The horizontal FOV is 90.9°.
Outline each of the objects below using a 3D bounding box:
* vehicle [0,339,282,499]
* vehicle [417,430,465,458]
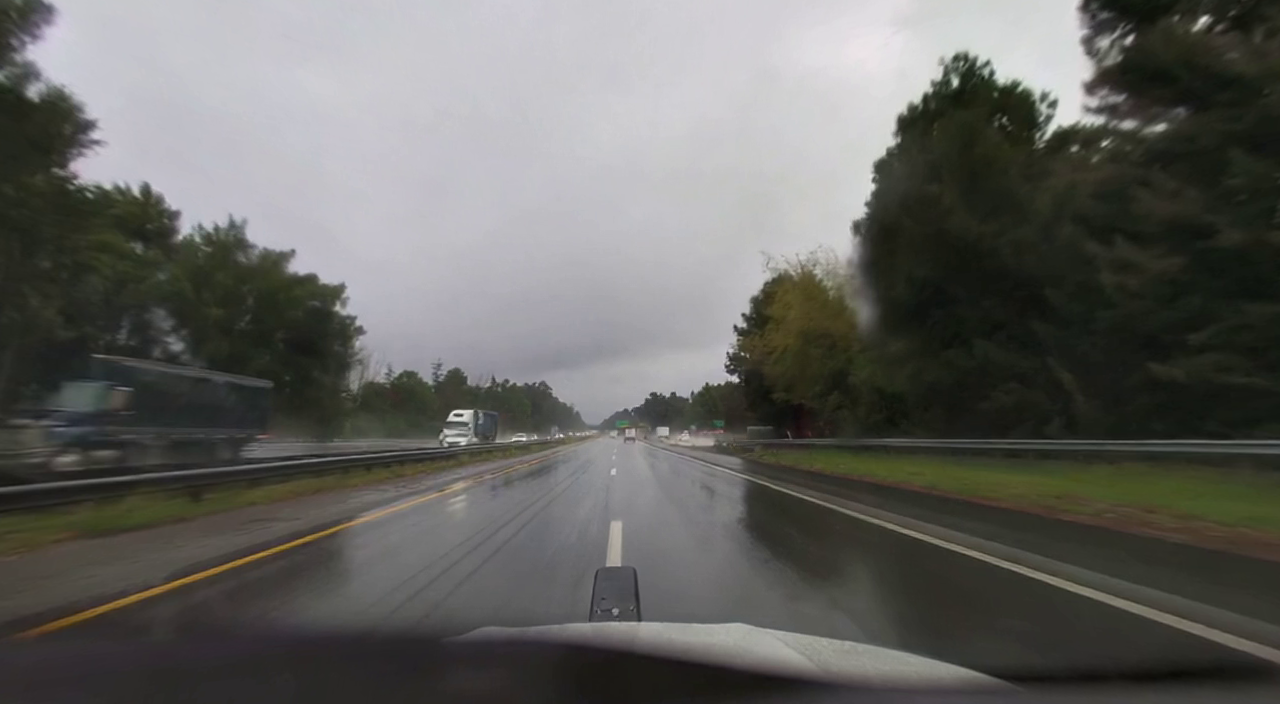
[{"bbox_3d":[-16.149,2.330,20.795,3.001,3.996,10.172,0,-8,-3],"label":"vehicle"},{"bbox_3d":[-12.912,5.991,41.141,1.913,1.675,4.147,0,-8,-2],"label":"vehicle"}]
